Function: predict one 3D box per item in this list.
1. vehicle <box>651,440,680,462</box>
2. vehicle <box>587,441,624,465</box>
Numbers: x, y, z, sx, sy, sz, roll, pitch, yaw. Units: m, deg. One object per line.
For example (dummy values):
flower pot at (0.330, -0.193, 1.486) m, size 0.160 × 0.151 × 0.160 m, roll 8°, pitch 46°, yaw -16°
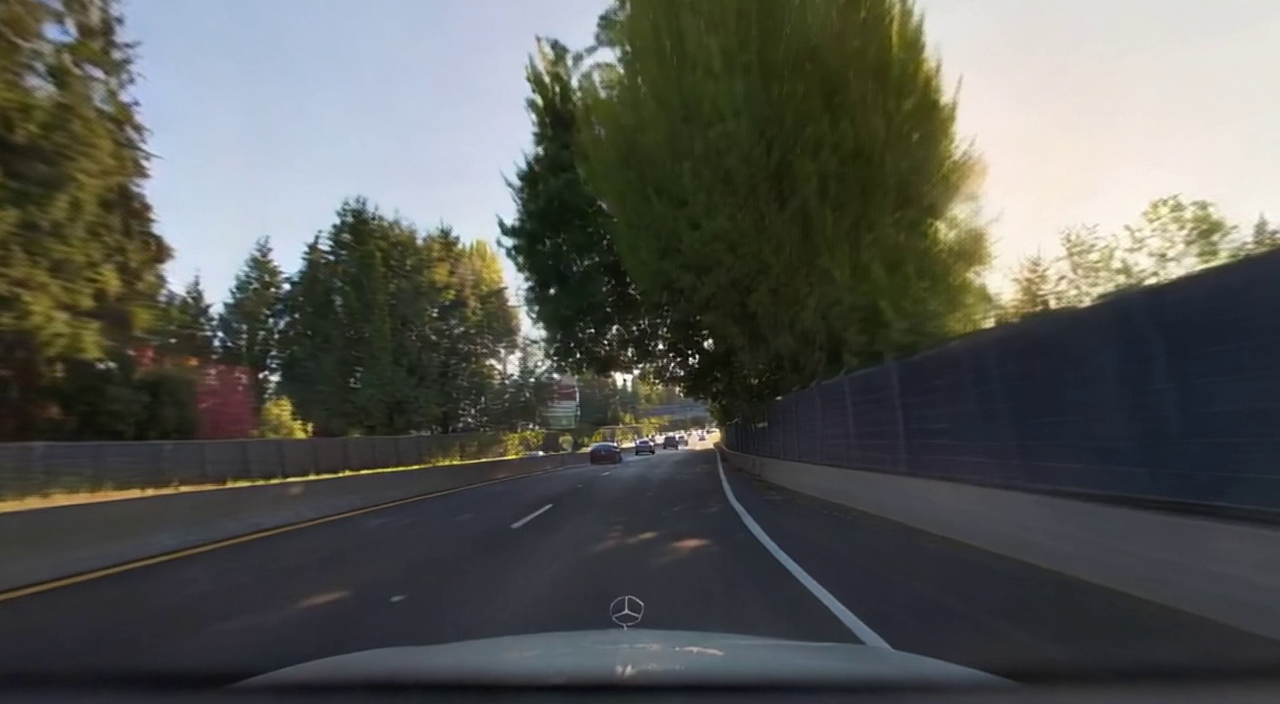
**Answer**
vehicle at (1.987, 7.479, 47.729) m, size 2.077 × 1.533 × 3.854 m, roll -1°, pitch -8°, yaw 3°
vehicle at (-2.202, 6.600, 41.360) m, size 1.985 × 1.518 × 3.847 m, roll -1°, pitch -8°, yaw 4°
